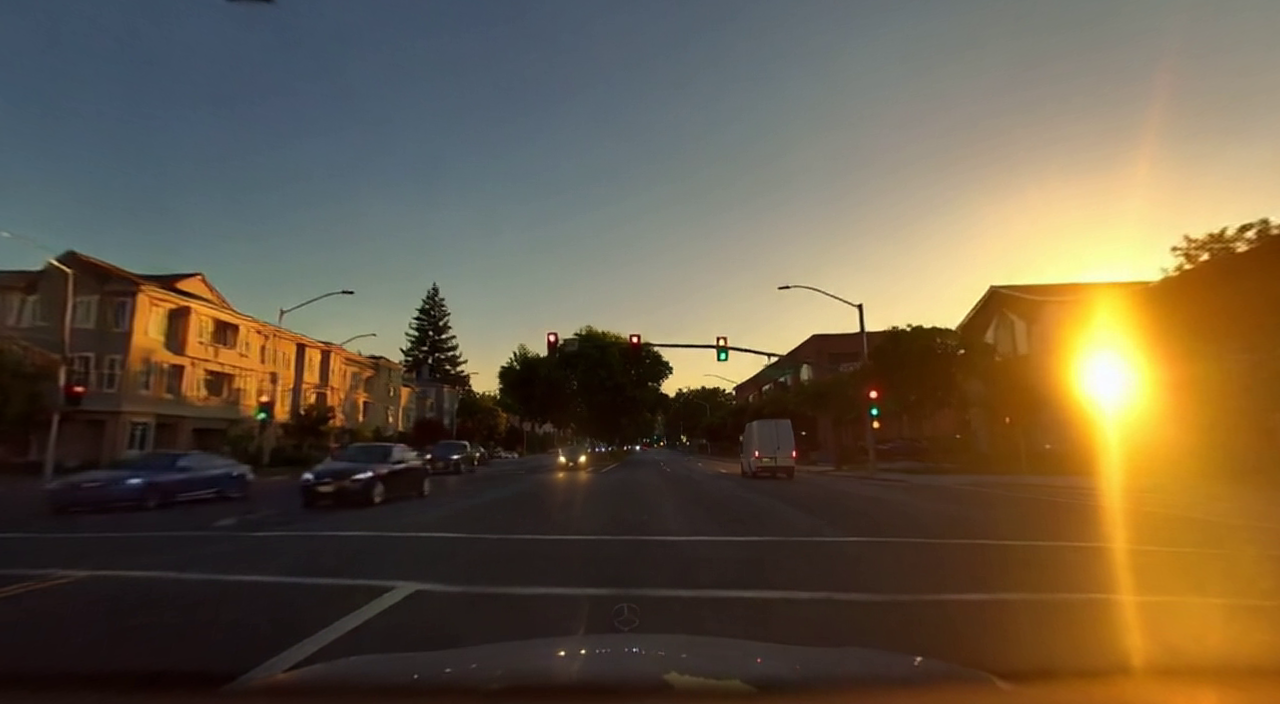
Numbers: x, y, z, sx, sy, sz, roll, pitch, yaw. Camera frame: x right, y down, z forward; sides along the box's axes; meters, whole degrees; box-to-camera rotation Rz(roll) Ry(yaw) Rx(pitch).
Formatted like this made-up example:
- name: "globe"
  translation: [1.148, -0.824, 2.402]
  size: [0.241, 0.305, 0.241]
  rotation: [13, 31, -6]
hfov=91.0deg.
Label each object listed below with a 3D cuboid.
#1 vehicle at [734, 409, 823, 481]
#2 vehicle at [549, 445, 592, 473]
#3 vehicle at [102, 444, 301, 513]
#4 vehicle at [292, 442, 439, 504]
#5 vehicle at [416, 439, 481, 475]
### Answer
- name: "vehicle"
  translation: [6.832, 4.773, 32.230]
  size: [2.802, 3.208, 7.459]
  rotation: [0, -9, 0]
- name: "vehicle"
  translation: [-4.076, 6.317, 37.434]
  size: [2.003, 1.539, 4.396]
  rotation: [-1, -8, 1]
- name: "vehicle"
  translation: [-11.113, 3.196, 16.469]
  size: [2.018, 1.519, 4.360]
  rotation: [0, -9, 0]
- name: "vehicle"
  translation: [-7.539, 3.348, 17.921]
  size: [1.991, 1.506, 4.659]
  rotation: [0, -9, 1]
- name: "vehicle"
  translation: [-10.633, 5.889, 35.419]
  size: [2.072, 1.841, 4.737]
  rotation: [0, -9, 1]
